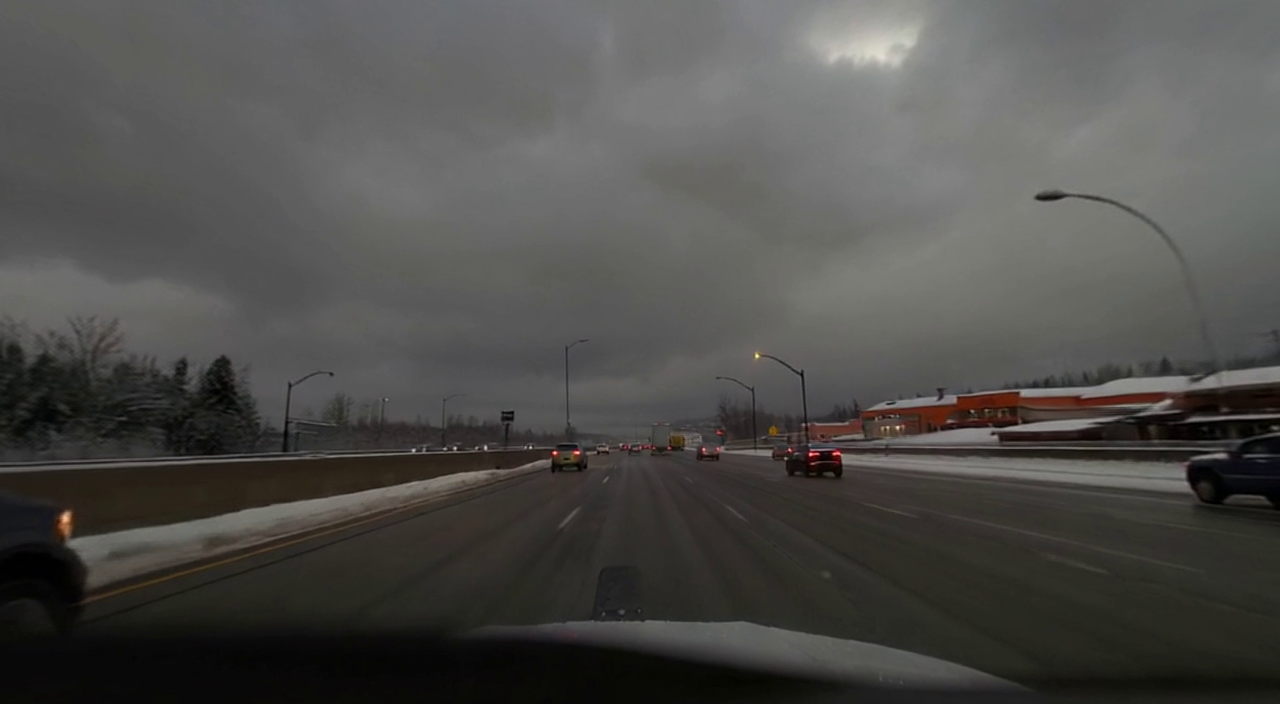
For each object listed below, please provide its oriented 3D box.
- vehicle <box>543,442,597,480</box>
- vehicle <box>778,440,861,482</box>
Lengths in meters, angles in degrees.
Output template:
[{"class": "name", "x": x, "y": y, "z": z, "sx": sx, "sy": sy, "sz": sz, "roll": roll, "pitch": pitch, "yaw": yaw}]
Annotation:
[{"class": "vehicle", "x": -2.984, "y": 4.724, "z": 27.640, "sx": 1.929, "sy": 1.521, "sz": 4.097, "roll": 0, "pitch": -9, "yaw": 0}, {"class": "vehicle", "x": 7.089, "y": 4.337, "z": 25.385, "sx": 1.980, "sy": 1.501, "sz": 4.433, "roll": 0, "pitch": -9, "yaw": -1}]
